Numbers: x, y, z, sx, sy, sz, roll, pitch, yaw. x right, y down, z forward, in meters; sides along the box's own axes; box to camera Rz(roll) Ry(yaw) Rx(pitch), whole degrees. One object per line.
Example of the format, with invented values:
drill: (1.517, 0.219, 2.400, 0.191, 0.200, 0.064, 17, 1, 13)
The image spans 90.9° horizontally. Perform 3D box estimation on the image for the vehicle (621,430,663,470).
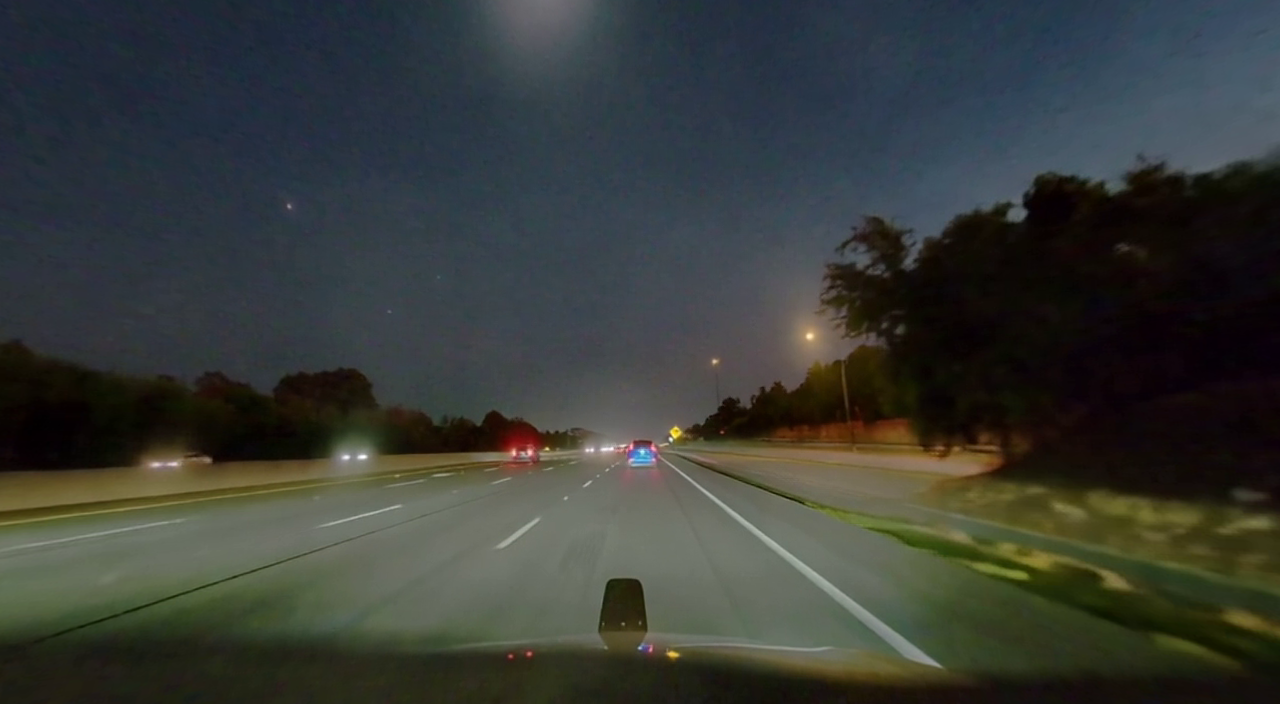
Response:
vehicle: (0.112, 5.753, 37.122, 2.318, 2.145, 4.561, 0, -8, 0)

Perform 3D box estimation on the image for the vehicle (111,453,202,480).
vehicle: (-30.864, 7.321, 40.466, 2.126, 1.550, 4.671, 0, -8, 1)
